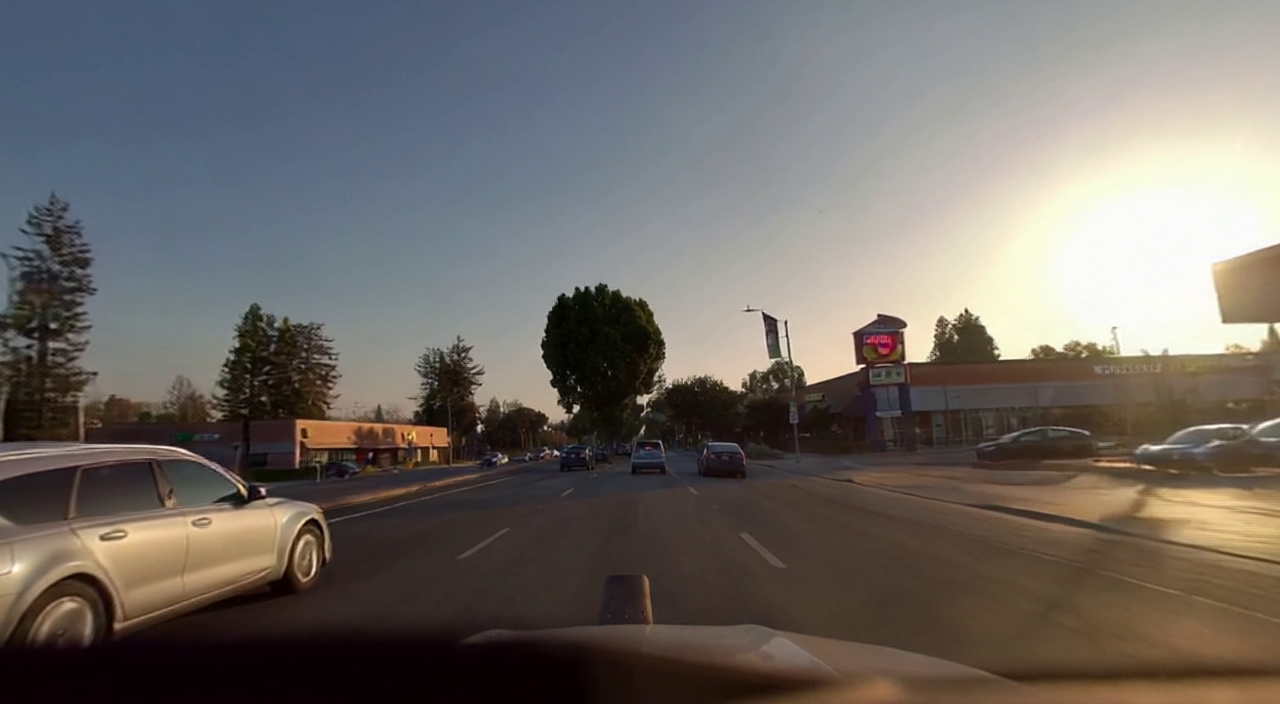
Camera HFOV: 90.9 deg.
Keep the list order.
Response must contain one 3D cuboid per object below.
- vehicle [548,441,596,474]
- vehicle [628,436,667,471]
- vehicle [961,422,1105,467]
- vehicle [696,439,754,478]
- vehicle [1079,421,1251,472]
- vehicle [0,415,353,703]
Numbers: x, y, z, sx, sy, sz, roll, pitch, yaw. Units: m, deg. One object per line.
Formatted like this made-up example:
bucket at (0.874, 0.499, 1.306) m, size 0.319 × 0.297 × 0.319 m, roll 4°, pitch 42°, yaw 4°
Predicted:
vehicle at (-3.613, 5.686, 34.195) m, size 2.026 × 1.665 × 4.193 m, roll 0°, pitch -9°, yaw 1°
vehicle at (0.421, 5.945, 37.052) m, size 2.193 × 1.873 × 4.033 m, roll 0°, pitch -9°, yaw 0°
vehicle at (16.839, 4.035, 27.302) m, size 1.945 × 1.690 × 4.833 m, roll 1°, pitch -9°, yaw -27°
vehicle at (3.613, 4.613, 27.472) m, size 1.922 × 1.579 × 3.642 m, roll 1°, pitch -9°, yaw -1°
vehicle at (16.391, 2.993, 20.009) m, size 1.891 × 1.440 × 4.045 m, roll 1°, pitch -9°, yaw -1°
vehicle at (-3.999, 1.245, 4.353) m, size 1.908 × 1.481 × 4.351 m, roll 0°, pitch -9°, yaw 1°
